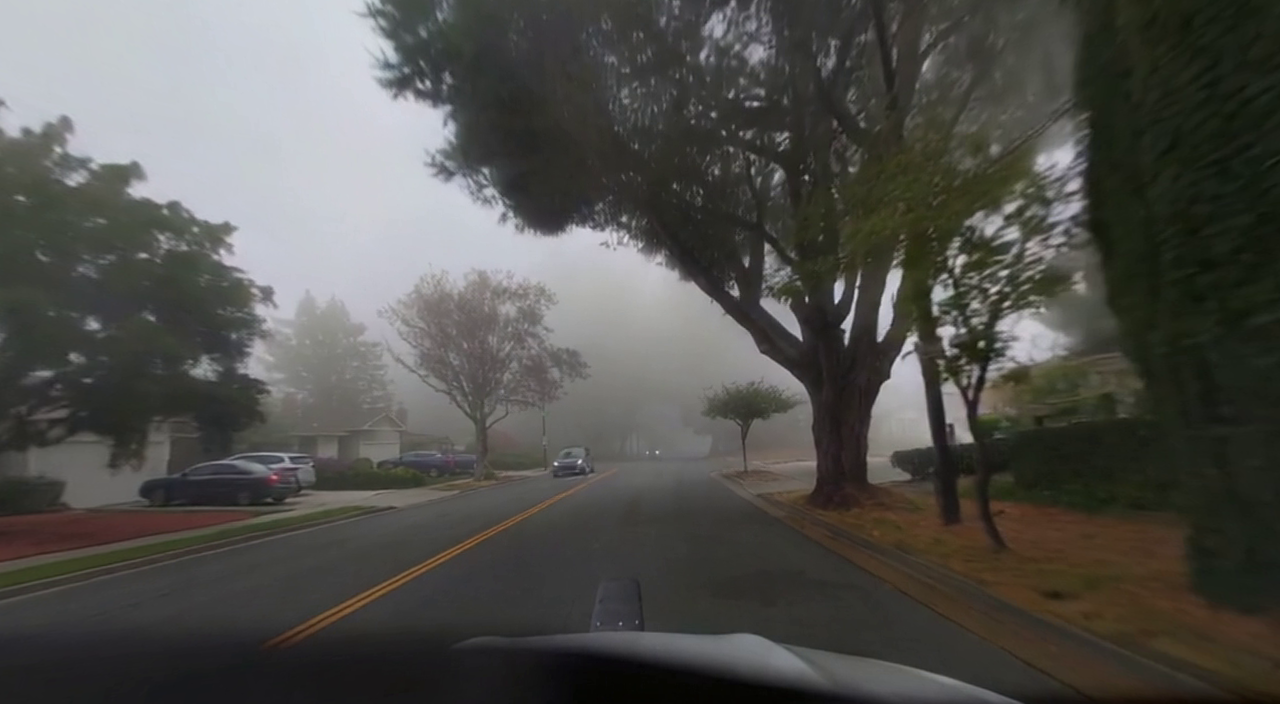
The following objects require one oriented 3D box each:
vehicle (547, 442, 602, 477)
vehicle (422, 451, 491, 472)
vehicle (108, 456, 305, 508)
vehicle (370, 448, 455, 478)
[{"bbox_3d":[-3.431,5.735,33.945,2.131,1.731,4.533,-1,-9,4],"label":"vehicle"},{"bbox_3d":[-13.342,7.967,46.028,4.370,1.482,1.926,-1,-9,6],"label":"vehicle"},{"bbox_3d":[-13.573,4.083,20.055,4.703,1.487,2.002,1,-9,-2],"label":"vehicle"},{"bbox_3d":[-13.321,6.506,37.144,4.237,1.687,1.970,0,-9,-2],"label":"vehicle"}]
